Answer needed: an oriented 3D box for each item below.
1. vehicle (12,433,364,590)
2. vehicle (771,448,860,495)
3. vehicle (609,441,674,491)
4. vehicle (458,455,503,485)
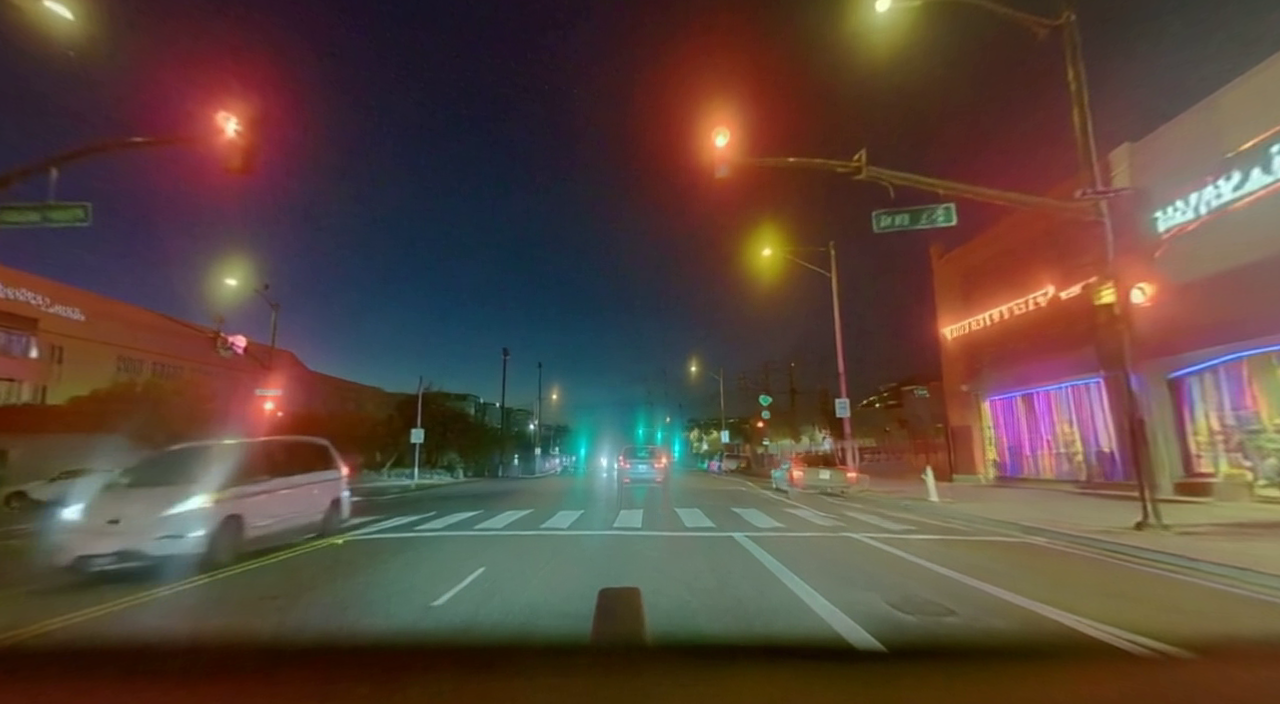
[{"bbox_3d":[-5.872,2.054,9.061,1.918,1.679,4.209,0,-8,0],"label":"vehicle"},{"bbox_3d":[6.046,4.146,22.340,1.859,1.470,4.476,0,-8,0],"label":"vehicle"},{"bbox_3d":[0.047,3.982,22.404,2.086,1.575,4.205,0,-8,0],"label":"vehicle"},{"bbox_3d":[-10.776,7.958,42.920,1.887,1.576,4.530,-4,-6,-1],"label":"vehicle"}]
